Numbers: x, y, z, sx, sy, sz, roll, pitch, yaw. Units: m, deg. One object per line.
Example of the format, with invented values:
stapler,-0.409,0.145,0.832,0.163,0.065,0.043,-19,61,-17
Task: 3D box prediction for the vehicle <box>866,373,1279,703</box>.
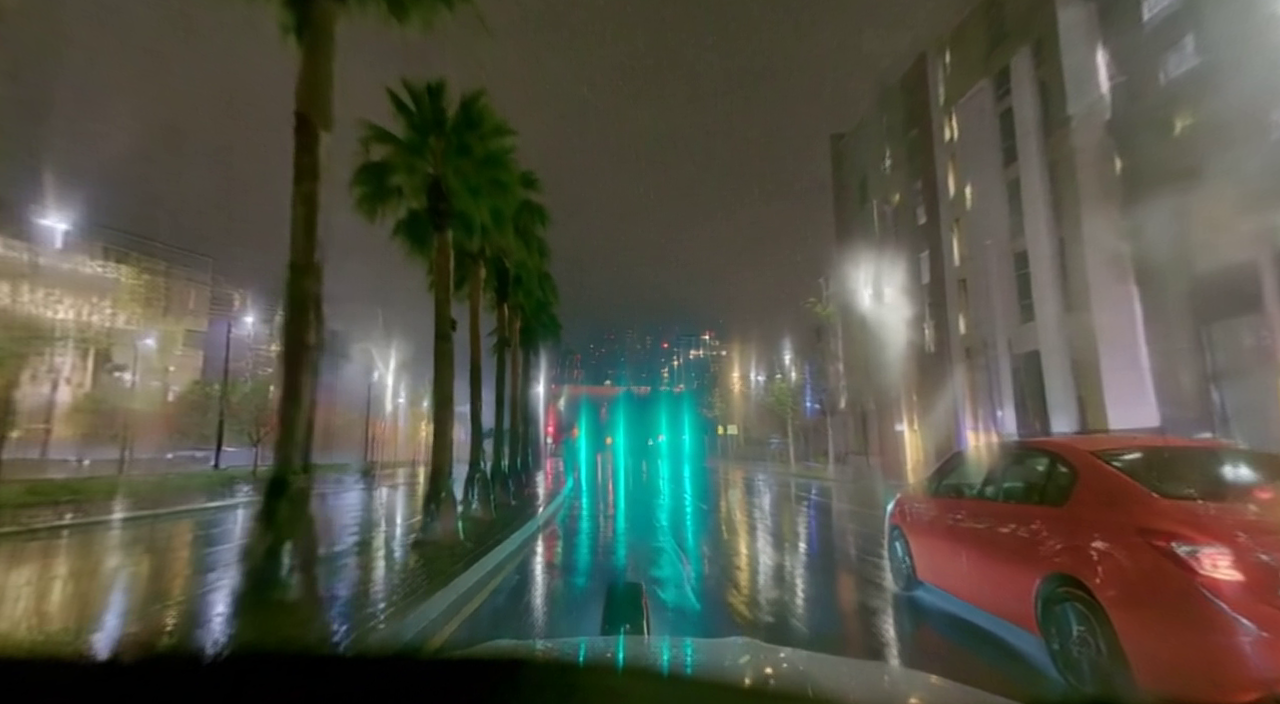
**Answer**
vehicle,3.065,1.074,3.587,1.867,1.554,4.301,0,-9,-1
